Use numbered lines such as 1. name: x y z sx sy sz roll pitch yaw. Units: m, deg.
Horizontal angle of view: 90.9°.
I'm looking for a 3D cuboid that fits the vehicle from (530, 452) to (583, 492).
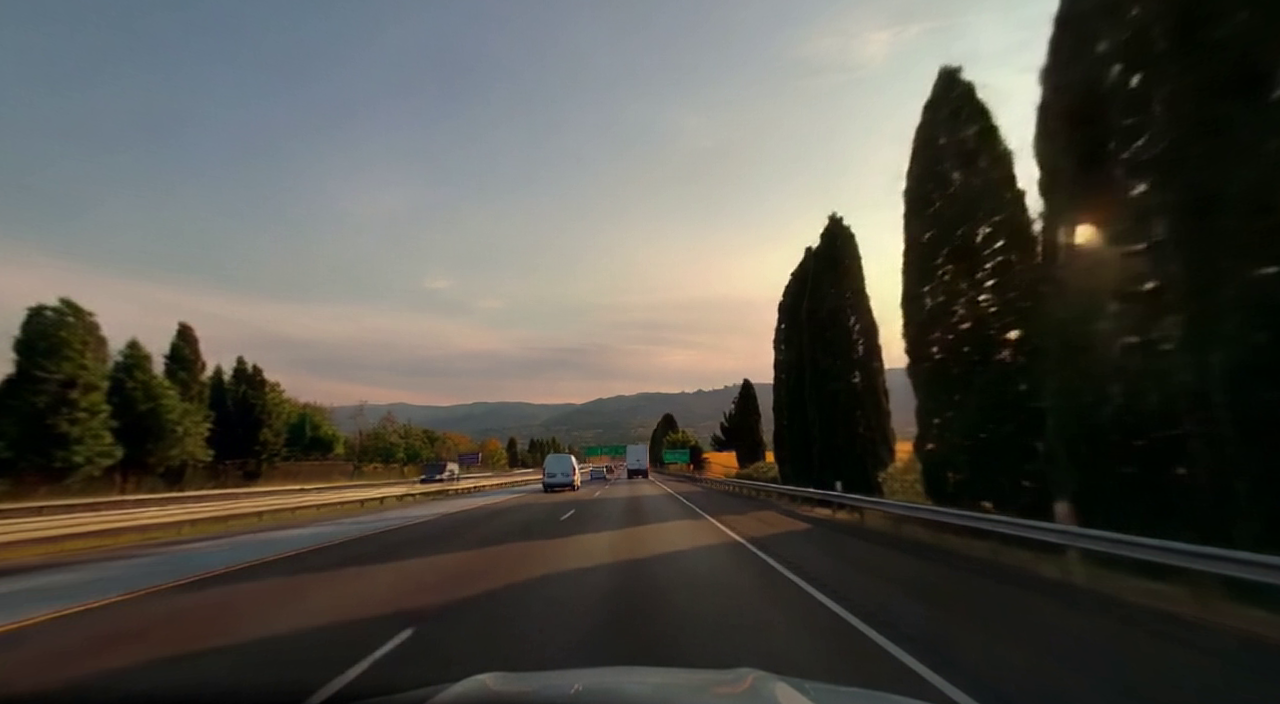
1. vehicle: -4.438 6.501 34.250 2.208 1.973 4.716 1 -10 0
